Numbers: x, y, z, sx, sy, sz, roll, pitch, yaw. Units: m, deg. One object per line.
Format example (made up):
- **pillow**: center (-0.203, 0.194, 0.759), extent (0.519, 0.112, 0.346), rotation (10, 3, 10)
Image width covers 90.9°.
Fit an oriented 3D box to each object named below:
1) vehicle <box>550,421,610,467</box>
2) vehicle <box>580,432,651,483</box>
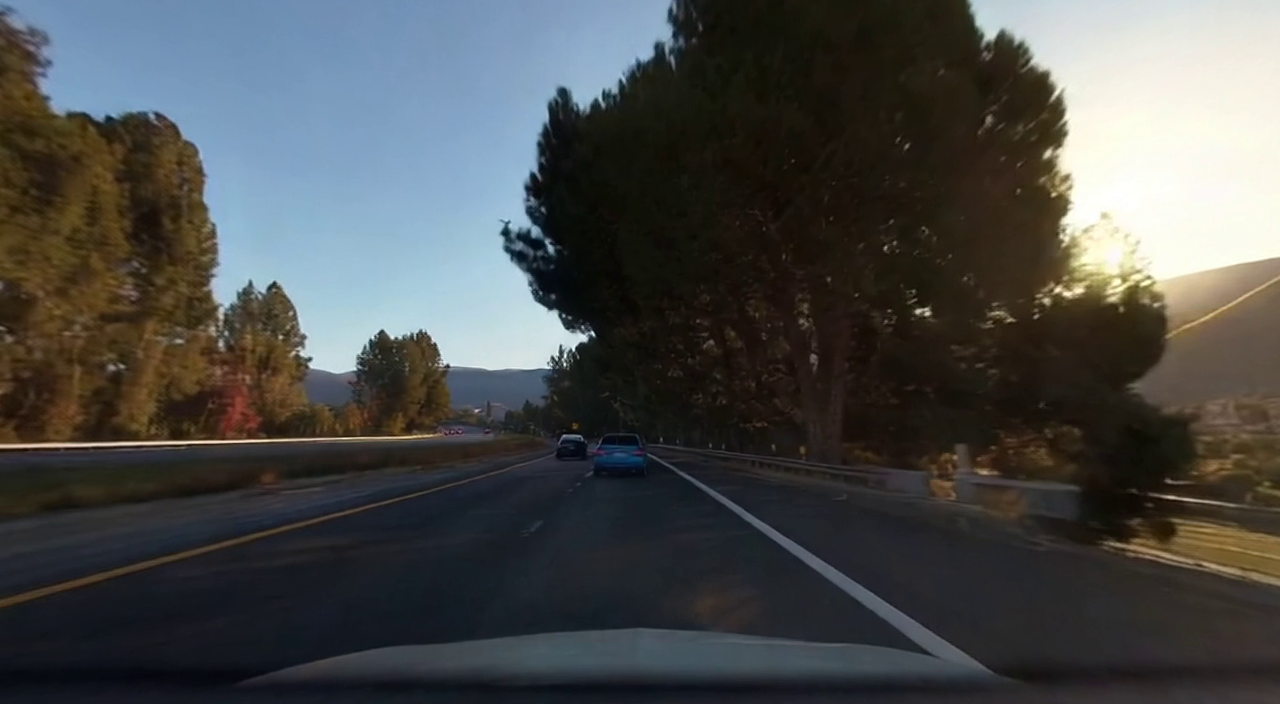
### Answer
- **vehicle**: center (-2.996, 4.793, 32.876), extent (2.444, 2.204, 5.568), rotation (0, -9, 1)
- **vehicle**: center (-0.686, 3.484, 21.075), extent (2.097, 1.511, 4.585), rotation (0, -8, 1)
